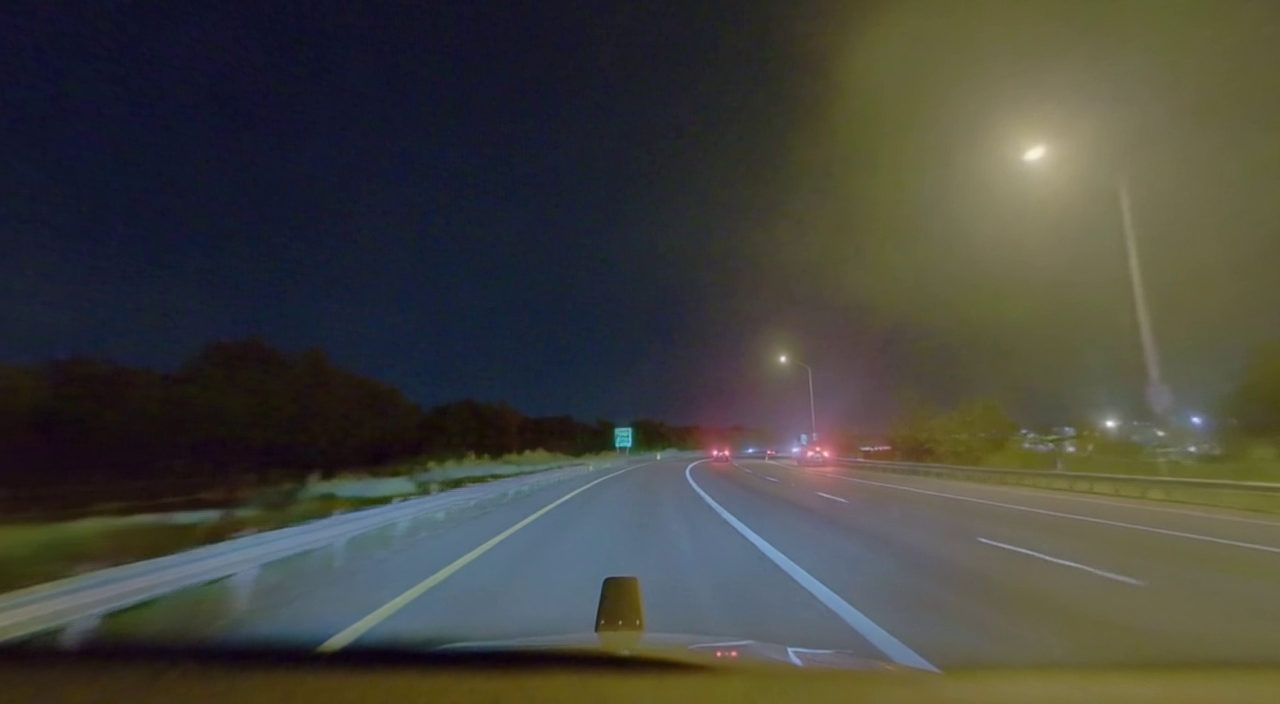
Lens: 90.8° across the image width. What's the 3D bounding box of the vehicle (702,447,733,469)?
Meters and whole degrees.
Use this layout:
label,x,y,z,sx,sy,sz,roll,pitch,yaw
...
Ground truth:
label,x,y,z,sx,sy,sz,roll,pitch,yaw
vehicle,5.467,7.541,45.135,1.874,1.506,4.116,-1,-9,3
